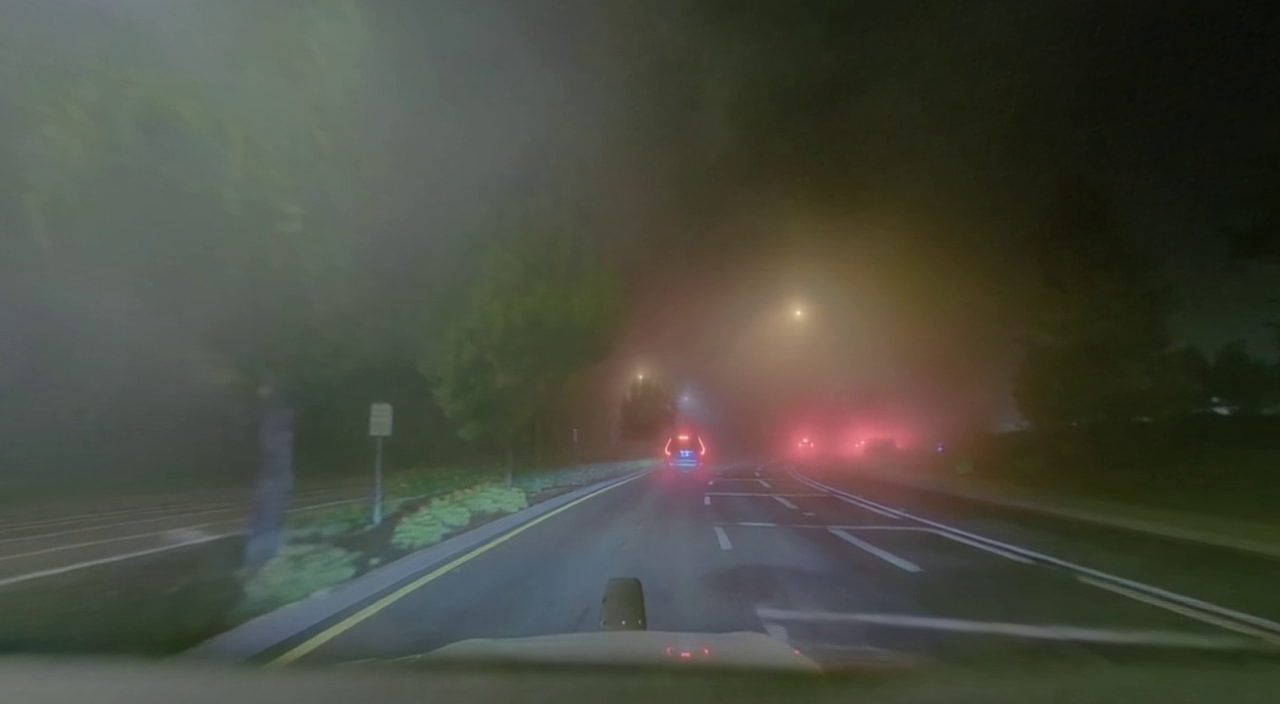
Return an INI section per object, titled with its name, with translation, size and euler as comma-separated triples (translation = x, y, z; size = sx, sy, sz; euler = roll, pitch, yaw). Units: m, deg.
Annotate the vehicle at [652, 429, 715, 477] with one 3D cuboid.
[vehicle]
translation = 2.090, 4.520, 28.442
size = 2.371, 1.926, 5.615
euler = -2, -8, 8
